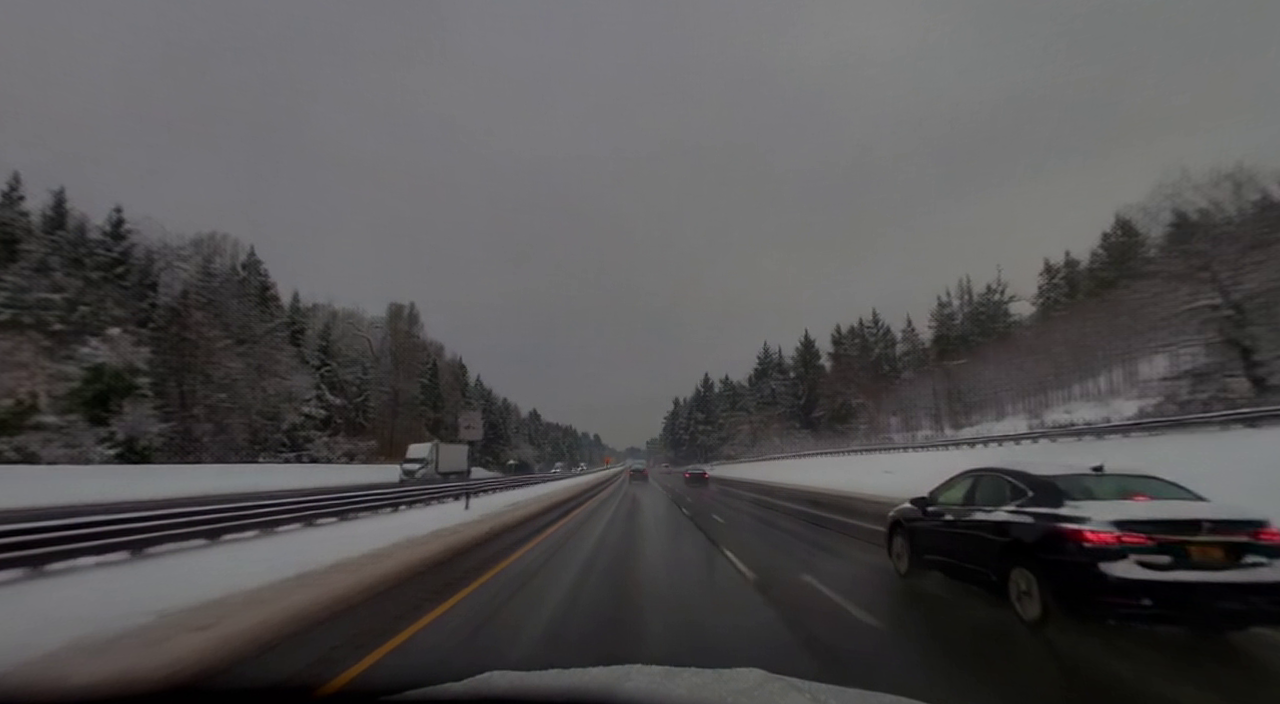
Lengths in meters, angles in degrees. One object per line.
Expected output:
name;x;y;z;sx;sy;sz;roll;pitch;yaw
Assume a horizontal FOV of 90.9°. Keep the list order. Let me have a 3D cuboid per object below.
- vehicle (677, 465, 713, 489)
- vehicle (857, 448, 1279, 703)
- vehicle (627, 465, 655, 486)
vehicle;3.645;8.370;42.221;1.976;1.467;3.783;1;-10;-2
vehicle;3.954;1.713;5.900;2.018;1.426;4.941;1;-10;-1
vehicle;0.065;8.969;45.854;1.980;1.483;3.865;1;-10;0
